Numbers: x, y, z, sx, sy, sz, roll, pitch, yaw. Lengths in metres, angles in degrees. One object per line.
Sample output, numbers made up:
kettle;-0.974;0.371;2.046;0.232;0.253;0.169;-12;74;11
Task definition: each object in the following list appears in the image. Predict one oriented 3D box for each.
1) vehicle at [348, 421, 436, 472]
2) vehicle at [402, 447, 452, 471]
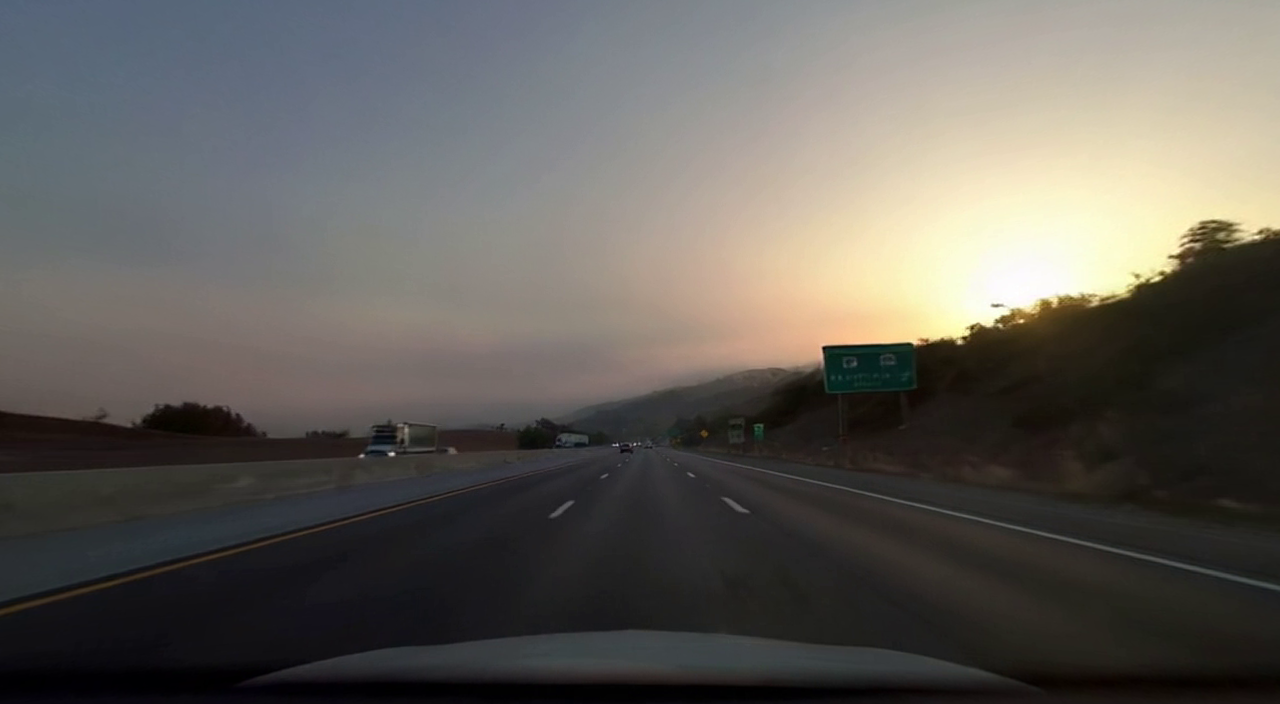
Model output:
vehicle;-18.763;7.272;48.468;2.796;3.508;9.370;0;-8;1
vehicle;-14.868;7.462;44.181;1.845;1.518;4.506;0;-8;2
